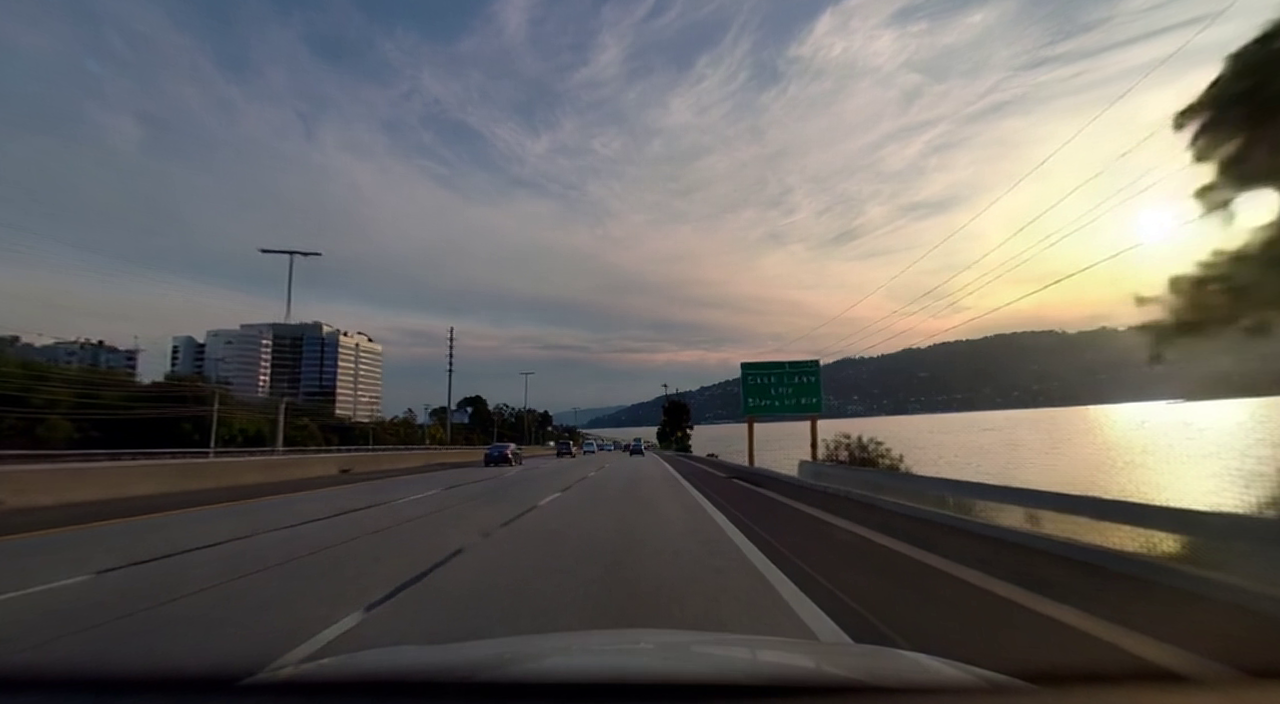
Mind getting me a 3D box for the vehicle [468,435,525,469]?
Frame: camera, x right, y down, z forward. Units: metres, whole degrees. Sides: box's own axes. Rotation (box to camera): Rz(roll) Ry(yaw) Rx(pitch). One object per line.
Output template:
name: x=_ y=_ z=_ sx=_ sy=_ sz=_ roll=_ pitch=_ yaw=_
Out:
vehicle: x=-7.237 y=5.093 z=32.196 sx=1.946 sy=1.590 sz=4.042 roll=0 pitch=-8 yaw=1
